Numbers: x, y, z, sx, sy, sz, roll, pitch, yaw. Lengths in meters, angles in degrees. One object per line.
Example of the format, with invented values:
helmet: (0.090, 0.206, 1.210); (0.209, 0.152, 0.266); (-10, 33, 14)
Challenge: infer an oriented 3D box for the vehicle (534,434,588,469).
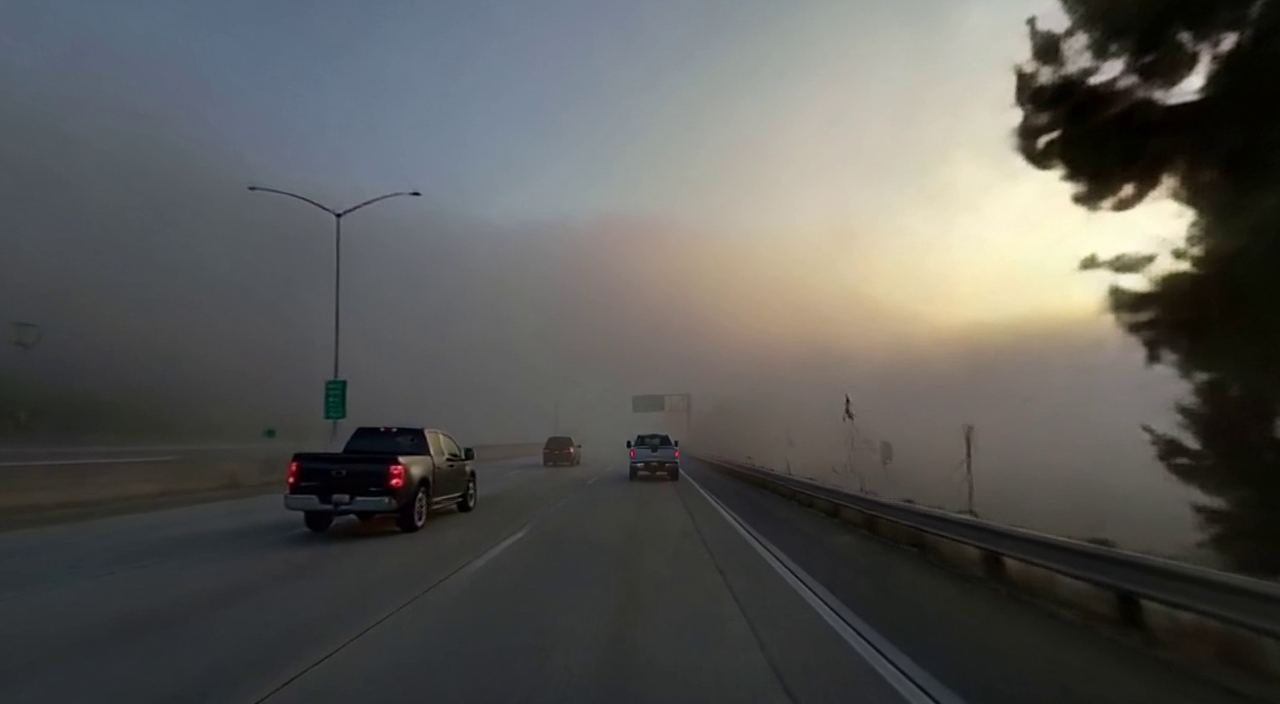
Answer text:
vehicle: (-3.904, 4.984, 31.763); (2.106, 1.651, 4.040); (0, -8, 1)

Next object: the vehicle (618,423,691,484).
vehicle: (0.477, 3.489, 21.894); (2.229, 1.837, 5.387); (0, -8, 1)

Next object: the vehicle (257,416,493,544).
vehicle: (-3.844, 1.928, 10.087); (1.959, 1.604, 4.065); (0, -8, 0)

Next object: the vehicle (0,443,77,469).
vehicle: (-36.643, 6.164, 37.431); (1.881, 1.460, 5.049); (-2, -8, 0)
